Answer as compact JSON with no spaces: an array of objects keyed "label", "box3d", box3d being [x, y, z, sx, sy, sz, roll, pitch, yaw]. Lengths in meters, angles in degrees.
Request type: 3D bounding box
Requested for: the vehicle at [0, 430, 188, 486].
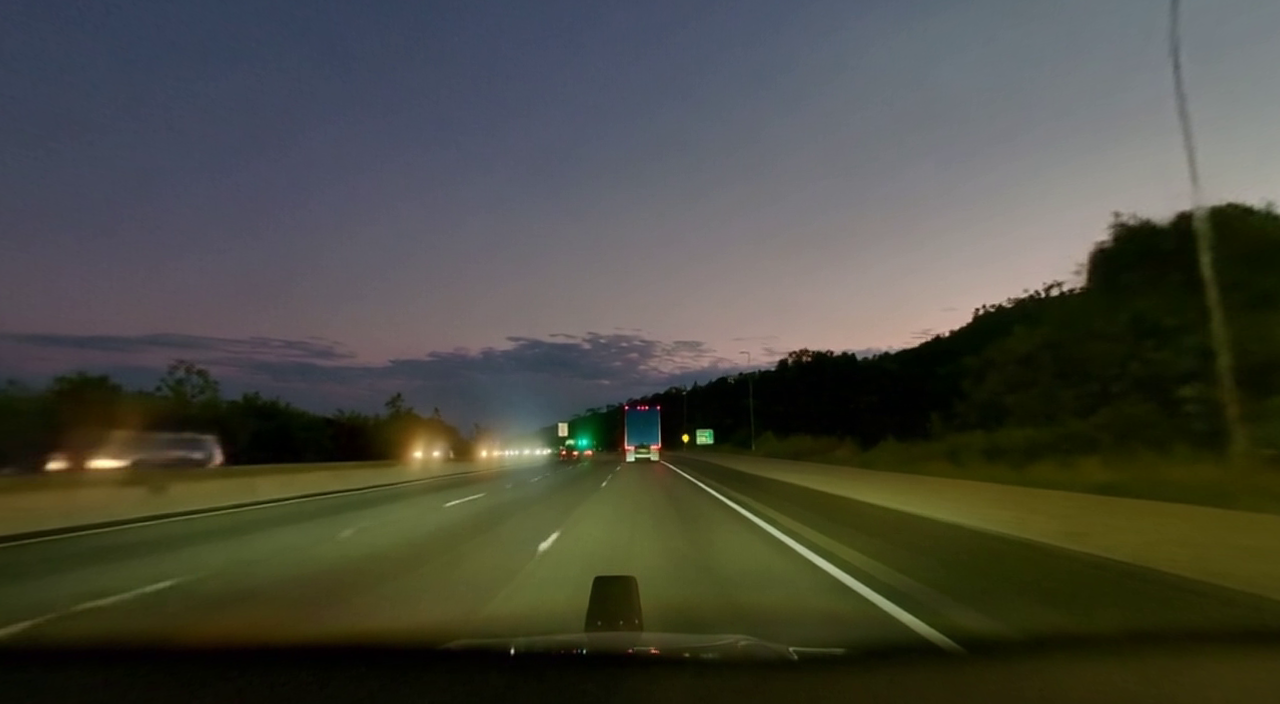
[{"label":"vehicle","box3d":[-16.828,3.296,19.783,1.878,1.537,4.489,0,-9,0]}]
